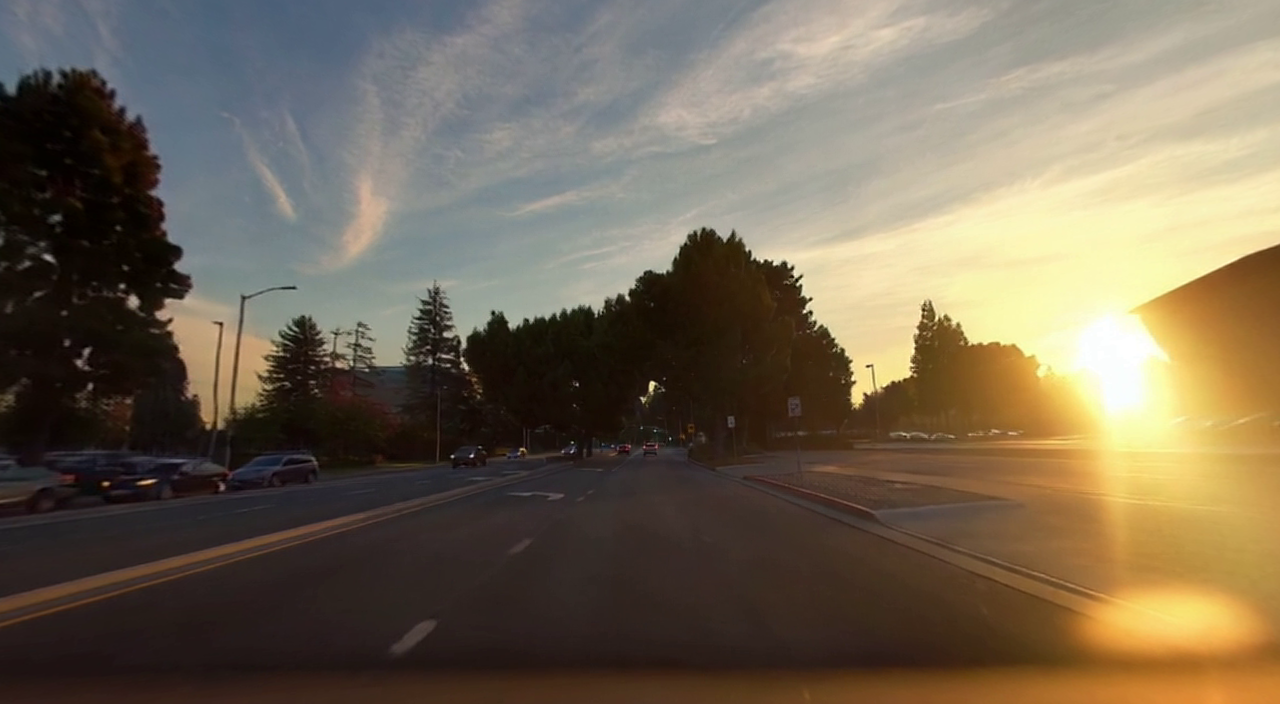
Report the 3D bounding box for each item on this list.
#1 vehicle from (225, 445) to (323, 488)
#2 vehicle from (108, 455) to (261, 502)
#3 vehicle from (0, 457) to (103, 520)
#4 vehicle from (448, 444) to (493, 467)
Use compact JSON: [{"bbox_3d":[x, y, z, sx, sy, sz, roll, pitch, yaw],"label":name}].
[{"bbox_3d":[-17.248,5.373,29.863,1.998,1.724,4.486,-3,-9,0],"label":"vehicle"},{"bbox_3d":[-17.329,4.802,24.298,1.955,1.486,5.112,0,-8,2],"label":"vehicle"},{"bbox_3d":[-17.244,3.571,16.329,2.014,1.515,5.027,0,-8,2],"label":"vehicle"},{"bbox_3d":[-13.257,8.097,49.352,2.145,1.754,4.777,0,-8,1],"label":"vehicle"}]
